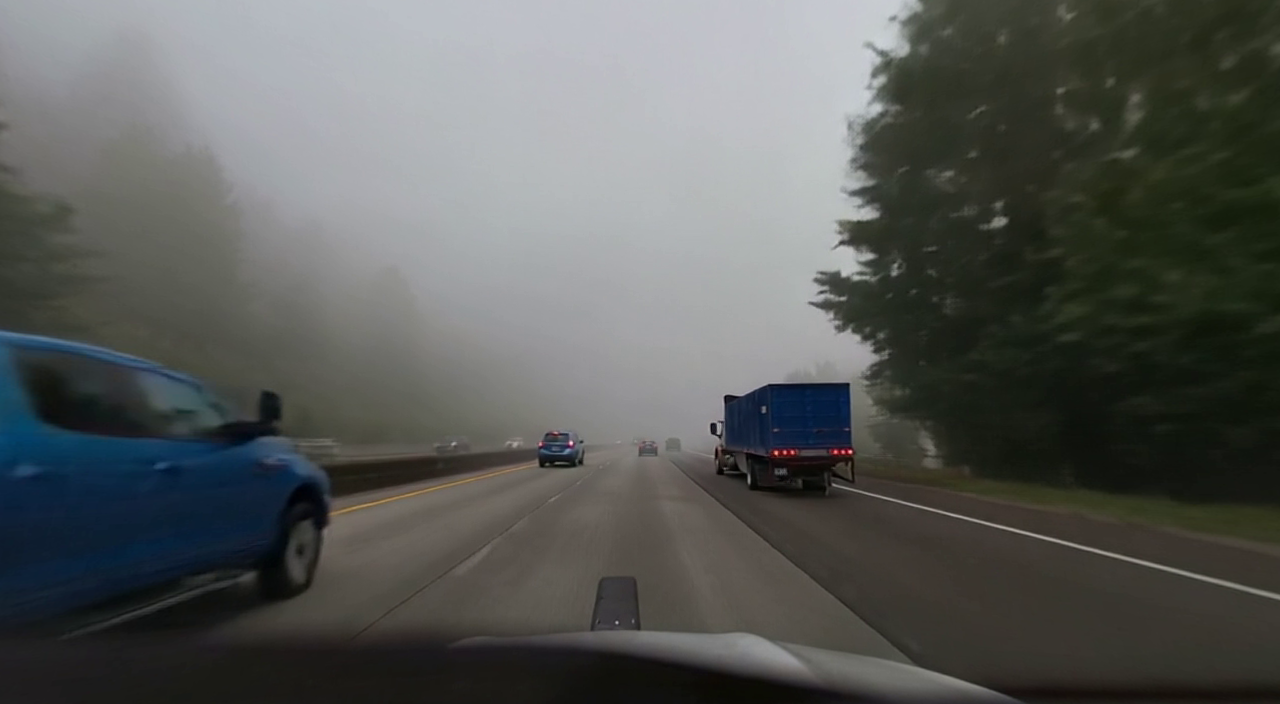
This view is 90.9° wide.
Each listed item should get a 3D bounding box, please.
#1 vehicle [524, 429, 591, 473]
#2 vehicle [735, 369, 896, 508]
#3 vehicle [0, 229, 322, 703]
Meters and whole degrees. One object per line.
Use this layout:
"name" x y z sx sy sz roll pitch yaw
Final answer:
"vehicle" -3.157 3.877 24.955 2.008 1.588 4.147 0 -8 1
"vehicle" 3.565 1.869 13.778 2.256 2.568 4.049 0 -8 -1
"vehicle" -3.301 0.542 1.890 2.204 1.991 4.720 0 -8 0
